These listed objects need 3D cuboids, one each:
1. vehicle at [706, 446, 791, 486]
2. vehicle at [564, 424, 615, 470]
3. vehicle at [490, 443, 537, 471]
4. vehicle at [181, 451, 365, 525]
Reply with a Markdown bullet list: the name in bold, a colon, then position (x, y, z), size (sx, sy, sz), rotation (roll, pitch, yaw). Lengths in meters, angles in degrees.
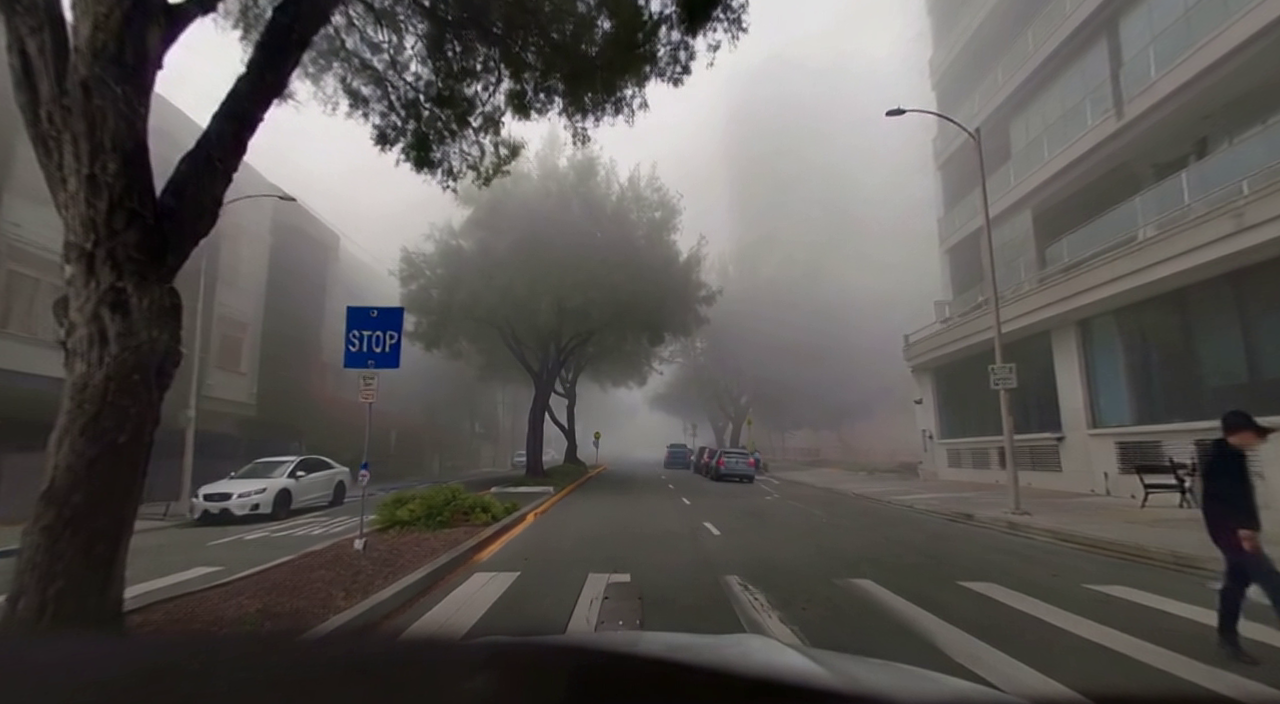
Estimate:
- **vehicle**: position (4.573, 4.648, 26.126), size (1.858, 1.491, 4.329), rotation (-5, -10, 33)
- **vehicle**: position (-3.008, 5.892, 39.264), size (2.317, 2.596, 6.053), rotation (0, -8, 3)
- **vehicle**: position (-8.871, 7.392, 44.685), size (2.256, 1.802, 4.333), rotation (0, -8, 1)
- **vehicle**: position (-8.797, 3.244, 15.695), size (2.007, 1.503, 4.343), rotation (0, -8, -1)
